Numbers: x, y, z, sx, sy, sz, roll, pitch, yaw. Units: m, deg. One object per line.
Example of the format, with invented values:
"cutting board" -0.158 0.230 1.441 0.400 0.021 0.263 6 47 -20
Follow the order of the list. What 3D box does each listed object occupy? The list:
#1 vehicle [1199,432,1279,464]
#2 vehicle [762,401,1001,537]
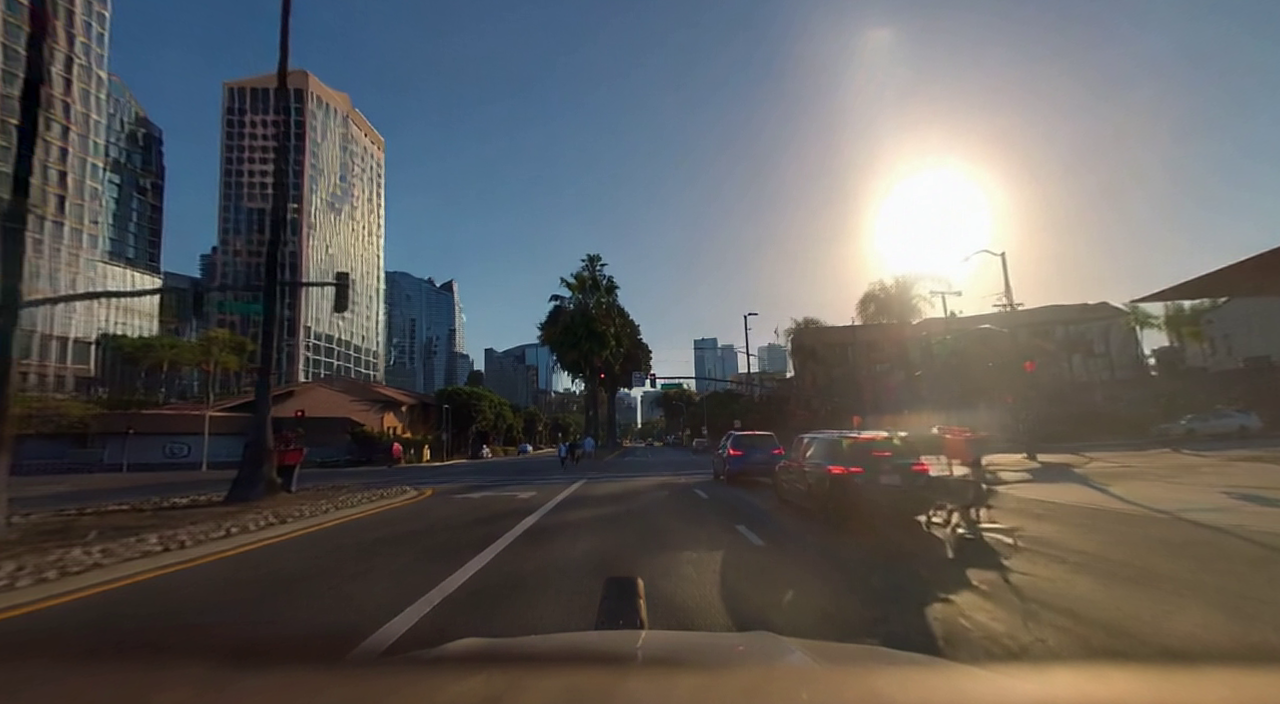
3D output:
"vehicle" 30.286 4.652 30.709 4.398 1.471 1.955 0 -8 -3
"vehicle" 3.623 1.886 10.699 2.060 1.756 4.770 0 -9 -1
